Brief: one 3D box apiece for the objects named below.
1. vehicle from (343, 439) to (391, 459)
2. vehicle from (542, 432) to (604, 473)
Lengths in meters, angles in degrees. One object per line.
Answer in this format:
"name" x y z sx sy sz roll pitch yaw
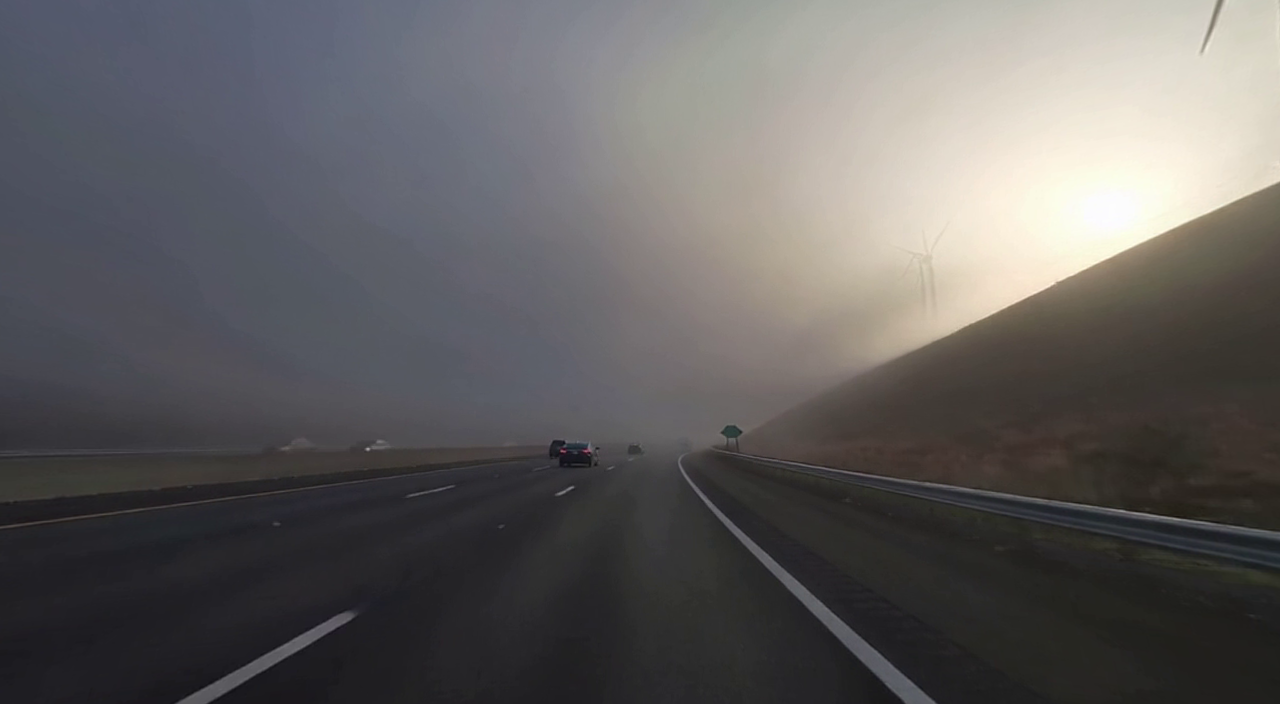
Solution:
"vehicle" -20.506 7.316 47.503 1.768 1.466 3.886 0 -9 2
"vehicle" -2.963 4.578 28.825 2.118 1.702 4.355 0 -9 3
